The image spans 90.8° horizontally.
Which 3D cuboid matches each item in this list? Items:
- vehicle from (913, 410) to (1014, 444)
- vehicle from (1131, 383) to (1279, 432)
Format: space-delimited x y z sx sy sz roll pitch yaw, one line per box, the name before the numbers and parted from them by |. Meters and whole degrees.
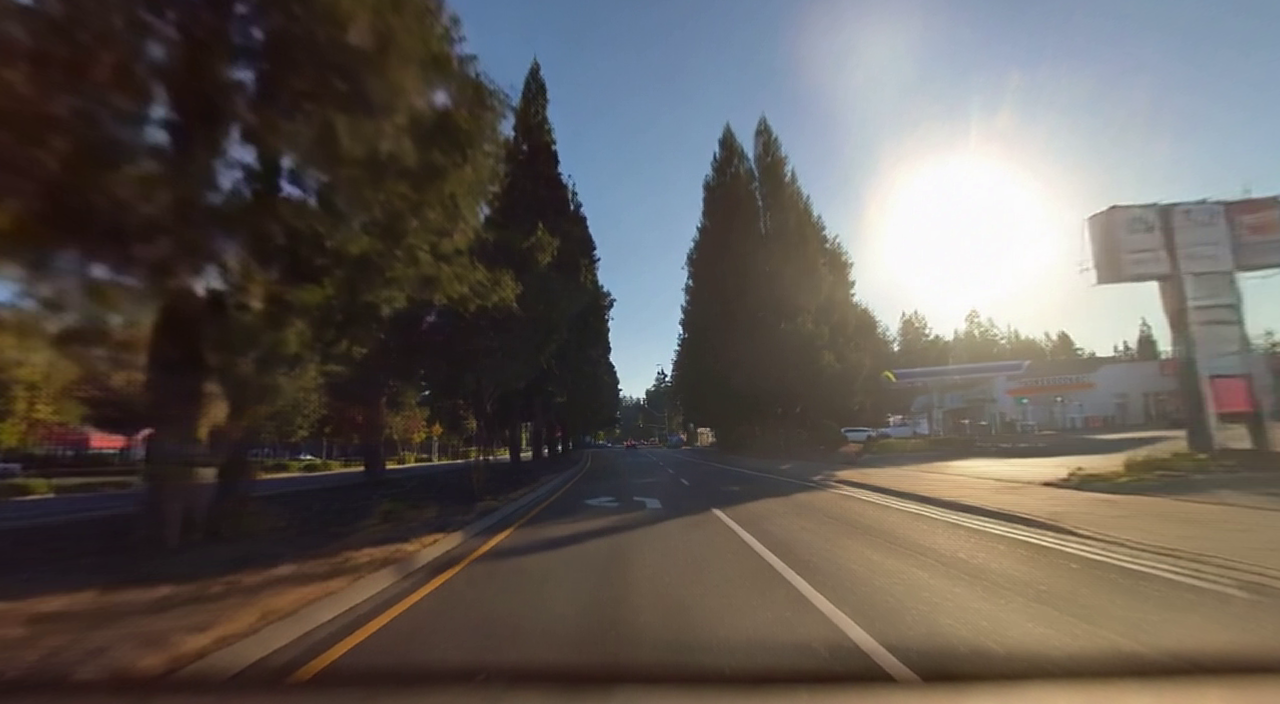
vehicle | 21.096 4.915 41.373 5.483 1.801 2.202 4 -8 0
vehicle | 20.741 2.133 23.279 1.828 1.483 4.251 1 -9 -1
